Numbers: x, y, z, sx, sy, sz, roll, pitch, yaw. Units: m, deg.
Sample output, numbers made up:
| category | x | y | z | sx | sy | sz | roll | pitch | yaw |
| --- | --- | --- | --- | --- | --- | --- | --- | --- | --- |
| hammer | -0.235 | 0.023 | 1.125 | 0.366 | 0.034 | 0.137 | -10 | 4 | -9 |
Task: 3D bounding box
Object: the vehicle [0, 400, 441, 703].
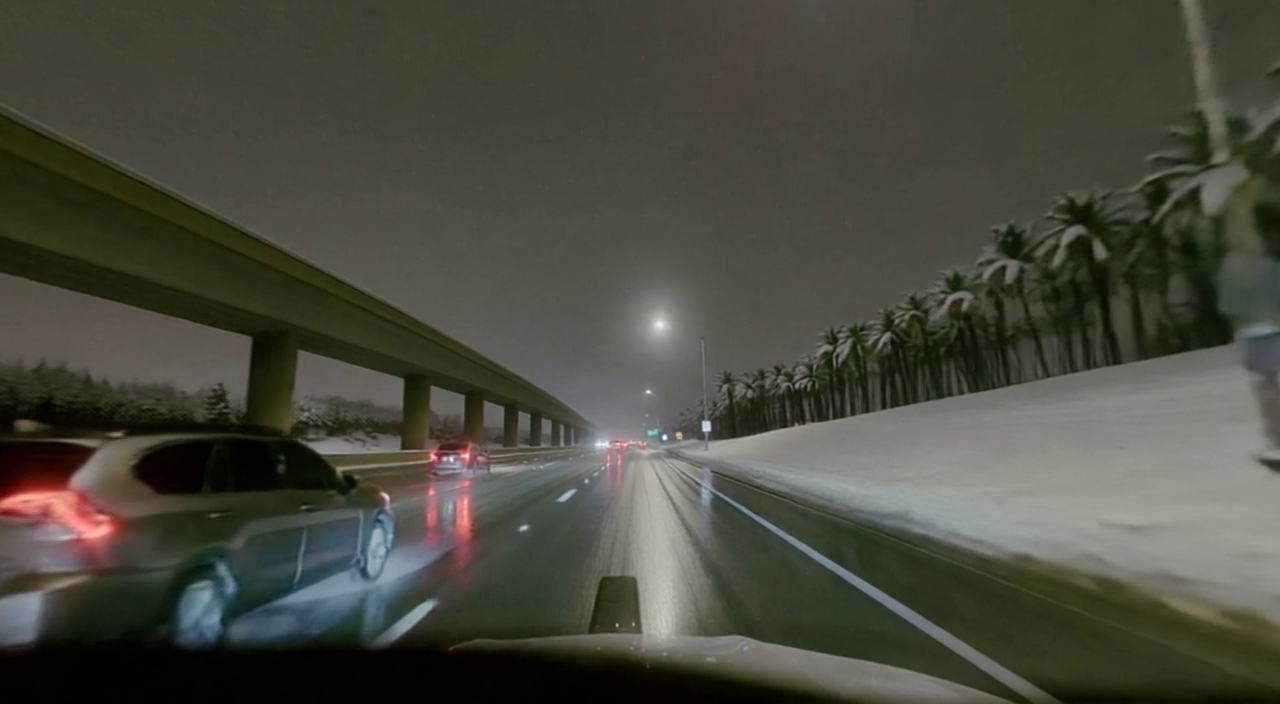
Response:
| category | x | y | z | sx | sy | sz | roll | pitch | yaw |
| --- | --- | --- | --- | --- | --- | --- | --- | --- | --- |
| vehicle | -3.294 | 1.292 | 4.922 | 1.978 | 1.499 | 4.695 | 0 | -8 | 0 |
